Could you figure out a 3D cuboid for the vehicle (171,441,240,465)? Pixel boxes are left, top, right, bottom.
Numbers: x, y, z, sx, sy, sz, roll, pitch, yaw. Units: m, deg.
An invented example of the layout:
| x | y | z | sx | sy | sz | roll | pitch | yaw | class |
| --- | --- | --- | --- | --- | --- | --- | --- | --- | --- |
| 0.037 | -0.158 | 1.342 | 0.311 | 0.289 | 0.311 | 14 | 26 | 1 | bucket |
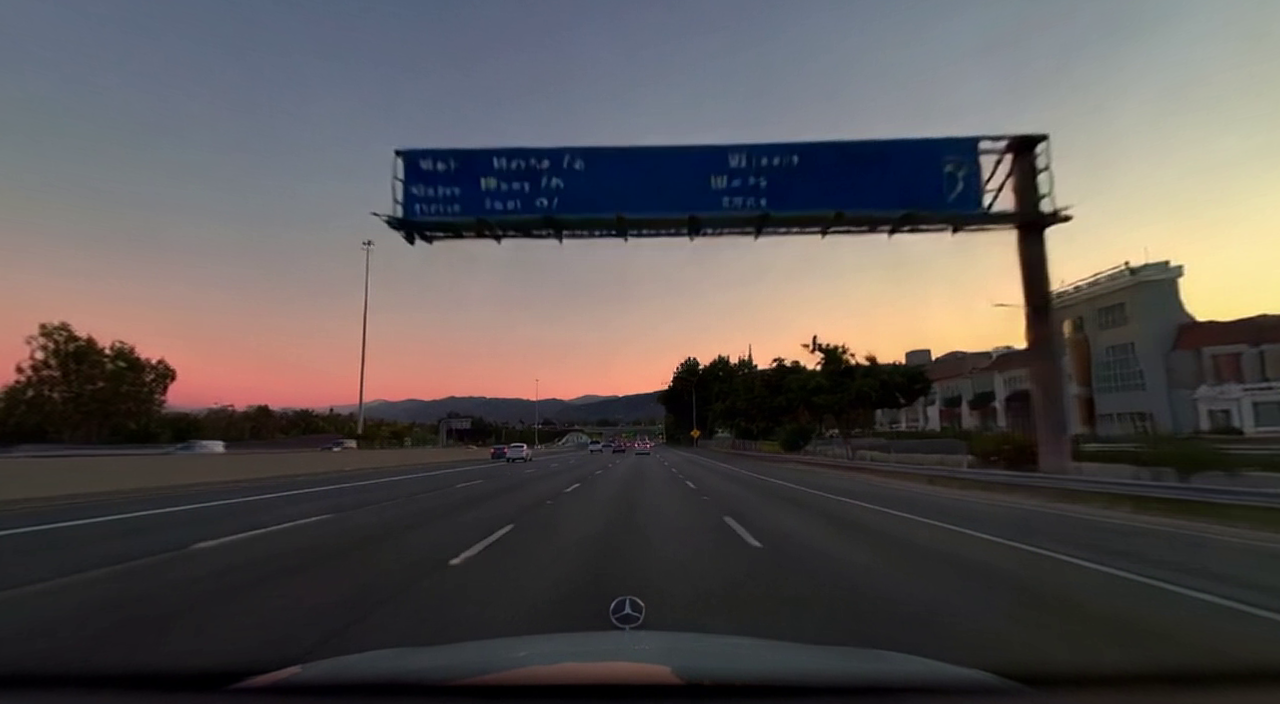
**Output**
| x | y | z | sx | sy | sz | roll | pitch | yaw | class |
| --- | --- | --- | --- | --- | --- | --- | --- | --- | --- |
| -31.677 | 7.342 | 46.115 | 1.976 | 1.608 | 4.327 | -1 | -8 | -1 | vehicle |
